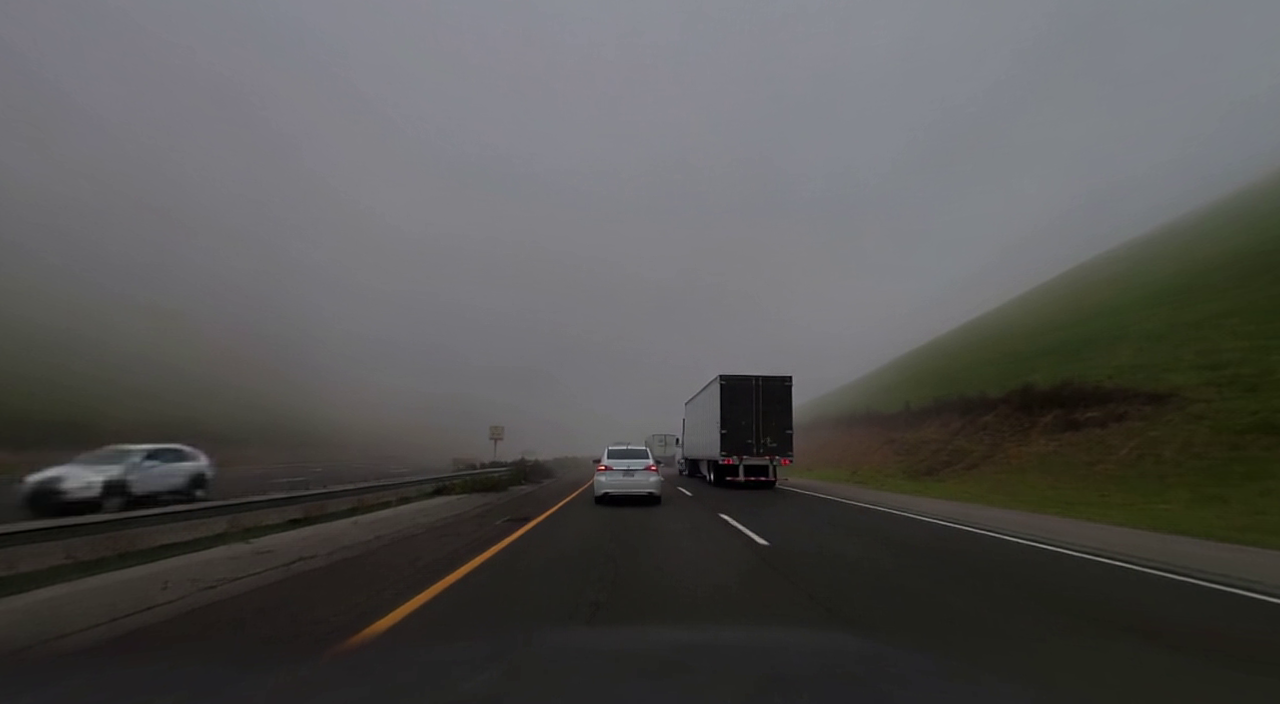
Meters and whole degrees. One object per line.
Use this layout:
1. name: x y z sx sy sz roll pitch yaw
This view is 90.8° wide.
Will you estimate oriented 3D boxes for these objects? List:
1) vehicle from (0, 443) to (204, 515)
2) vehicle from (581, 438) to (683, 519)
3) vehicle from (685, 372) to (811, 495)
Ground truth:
1. vehicle: -12.803 2.906 14.907 1.832 1.430 4.440 0 -9 0
2. vehicle: -0.187 2.911 14.973 2.109 1.639 3.768 0 -9 -1
3. vehicle: 4.069 3.776 27.954 2.812 4.024 14.098 0 -9 -1
